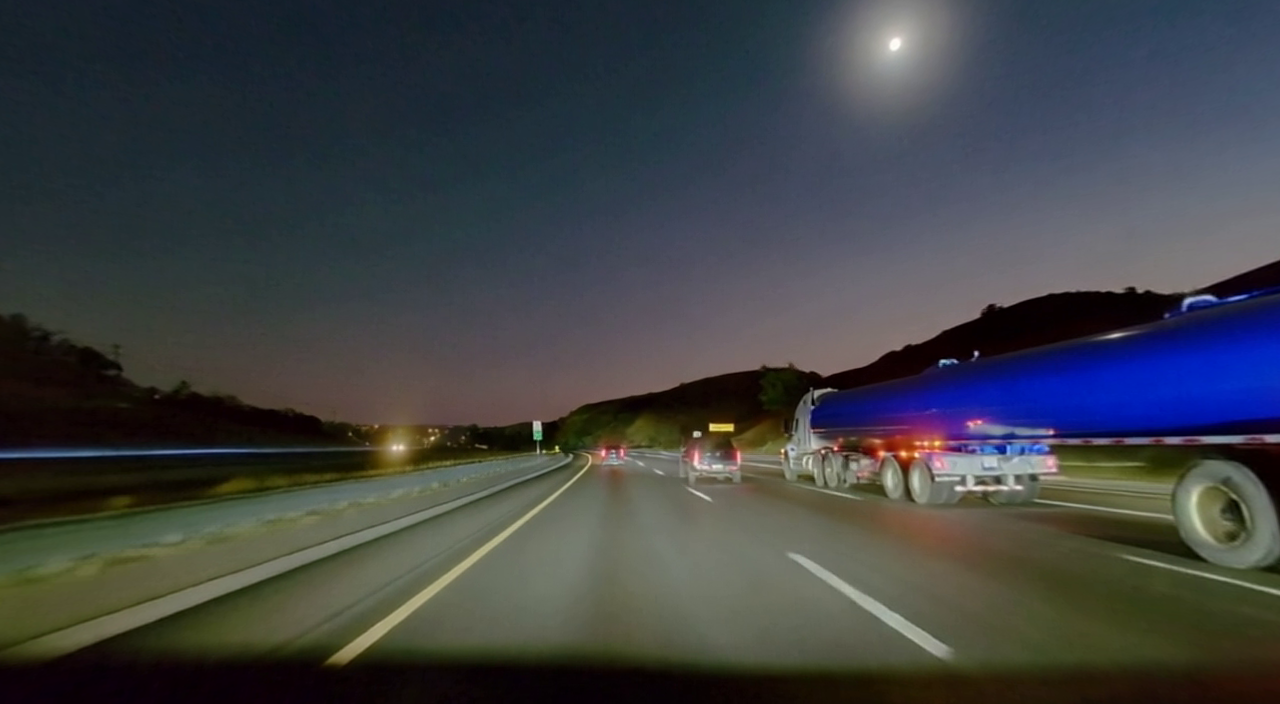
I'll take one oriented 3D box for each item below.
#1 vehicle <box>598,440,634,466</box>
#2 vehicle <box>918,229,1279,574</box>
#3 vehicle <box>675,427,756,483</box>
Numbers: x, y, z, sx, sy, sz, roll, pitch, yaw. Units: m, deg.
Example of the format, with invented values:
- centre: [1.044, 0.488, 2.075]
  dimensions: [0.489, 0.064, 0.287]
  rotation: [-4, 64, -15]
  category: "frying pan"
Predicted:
- centre: [-1.486, 6.051, 37.908]
  dimensions: [2.083, 1.477, 3.965]
  rotation: [0, -8, -4]
  category: "vehicle"
- centre: [7.402, 0.821, 8.365]
  dimensions: [2.805, 3.212, 9.978]
  rotation: [0, -8, -1]
  category: "vehicle"
- centre: [2.576, 3.668, 22.730]
  dimensions: [2.098, 1.794, 4.561]
  rotation: [0, -8, -3]
  category: "vehicle"
